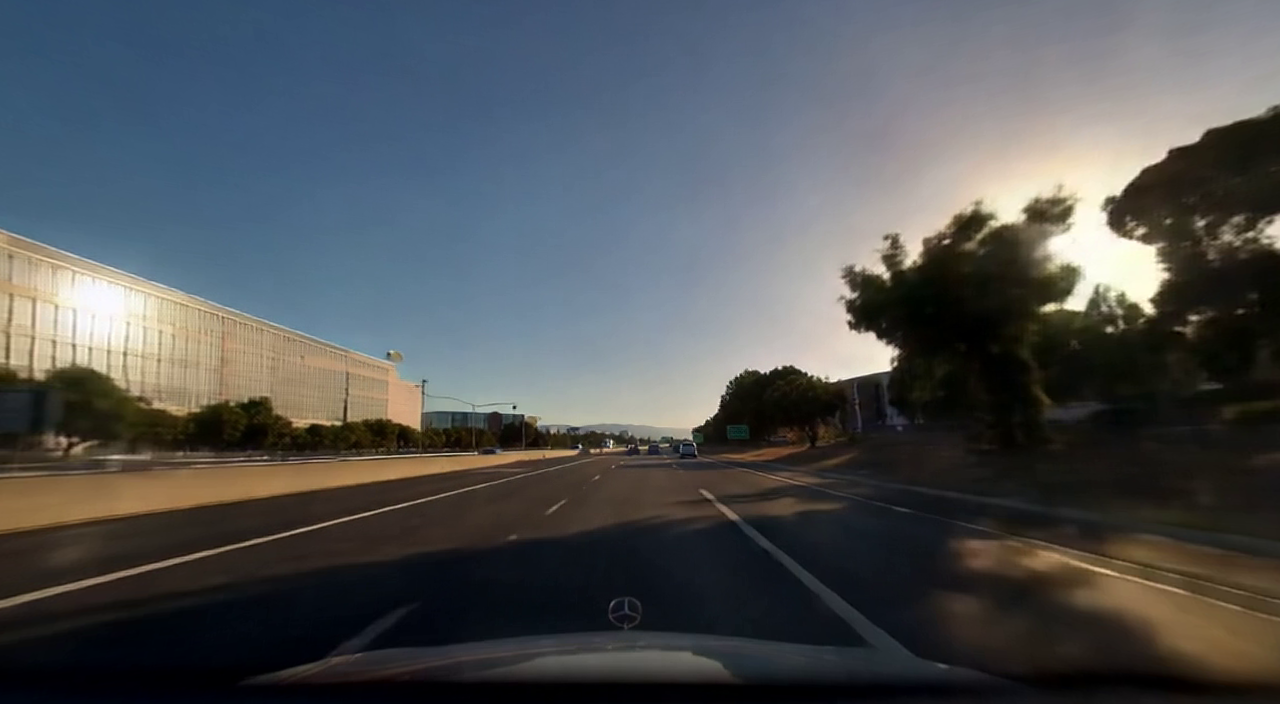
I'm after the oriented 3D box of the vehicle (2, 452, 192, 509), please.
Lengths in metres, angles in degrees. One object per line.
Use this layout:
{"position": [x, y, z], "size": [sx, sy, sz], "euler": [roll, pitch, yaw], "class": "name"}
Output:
{"position": [-16.329, 3.844, 19.357], "size": [1.807, 1.442, 4.421], "euler": [0, -8, 2], "class": "vehicle"}
